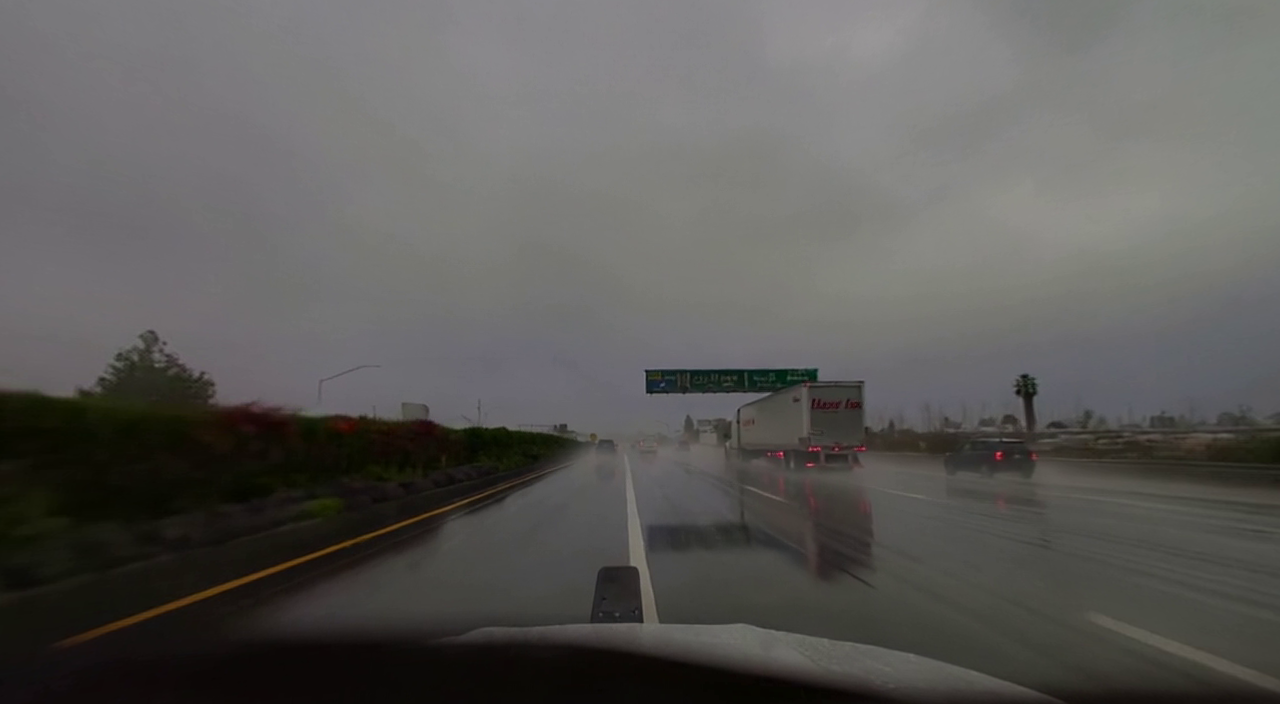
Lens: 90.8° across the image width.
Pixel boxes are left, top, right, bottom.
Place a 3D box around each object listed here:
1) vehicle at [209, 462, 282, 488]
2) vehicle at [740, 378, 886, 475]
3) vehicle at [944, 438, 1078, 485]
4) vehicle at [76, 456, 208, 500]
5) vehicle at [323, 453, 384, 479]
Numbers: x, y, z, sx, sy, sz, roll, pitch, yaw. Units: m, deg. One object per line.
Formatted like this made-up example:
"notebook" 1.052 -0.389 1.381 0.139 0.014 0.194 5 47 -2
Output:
"vehicle" -25.267 7.854 40.654 1.834 1.461 4.487 0 -9 -1
"vehicle" 8.686 4.393 35.201 2.892 4.128 16.495 0 -9 -2
"vehicle" 12.674 3.755 21.979 1.862 1.462 4.459 0 -9 -2
"vehicle" -21.798 5.512 27.992 1.946 1.654 4.809 0 -9 0
"vehicle" -18.296 7.269 40.581 1.910 1.525 4.501 0 -9 -1
